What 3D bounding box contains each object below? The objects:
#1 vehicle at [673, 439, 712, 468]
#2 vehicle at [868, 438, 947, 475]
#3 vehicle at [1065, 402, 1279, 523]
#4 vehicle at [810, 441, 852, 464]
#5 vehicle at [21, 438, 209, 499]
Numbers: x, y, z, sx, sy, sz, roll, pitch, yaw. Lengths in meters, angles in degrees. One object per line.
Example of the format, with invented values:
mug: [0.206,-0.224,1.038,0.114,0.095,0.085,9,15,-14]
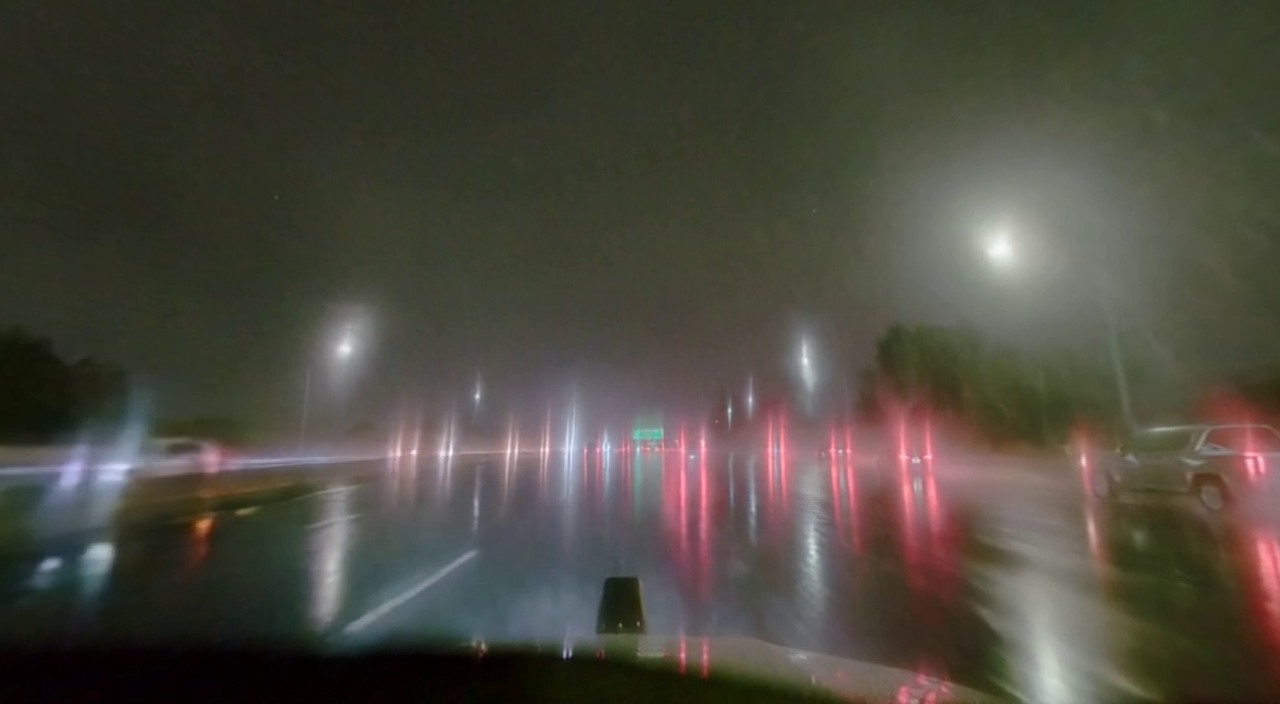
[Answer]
vehicle: [3.403,6.666,41.505,2.147,1.794,4.538,0,-9,0]
vehicle: [13.794,5.418,32.826,2.116,1.754,4.727,0,-9,1]
vehicle: [12.863,2.416,14.045,2.442,2.140,6.462,0,-9,3]
vehicle: [14.766,7.780,48.917,2.020,1.707,4.424,0,-9,1]
vehicle: [-17.429,3.873,21.346,2.083,1.785,4.877,0,-9,0]
